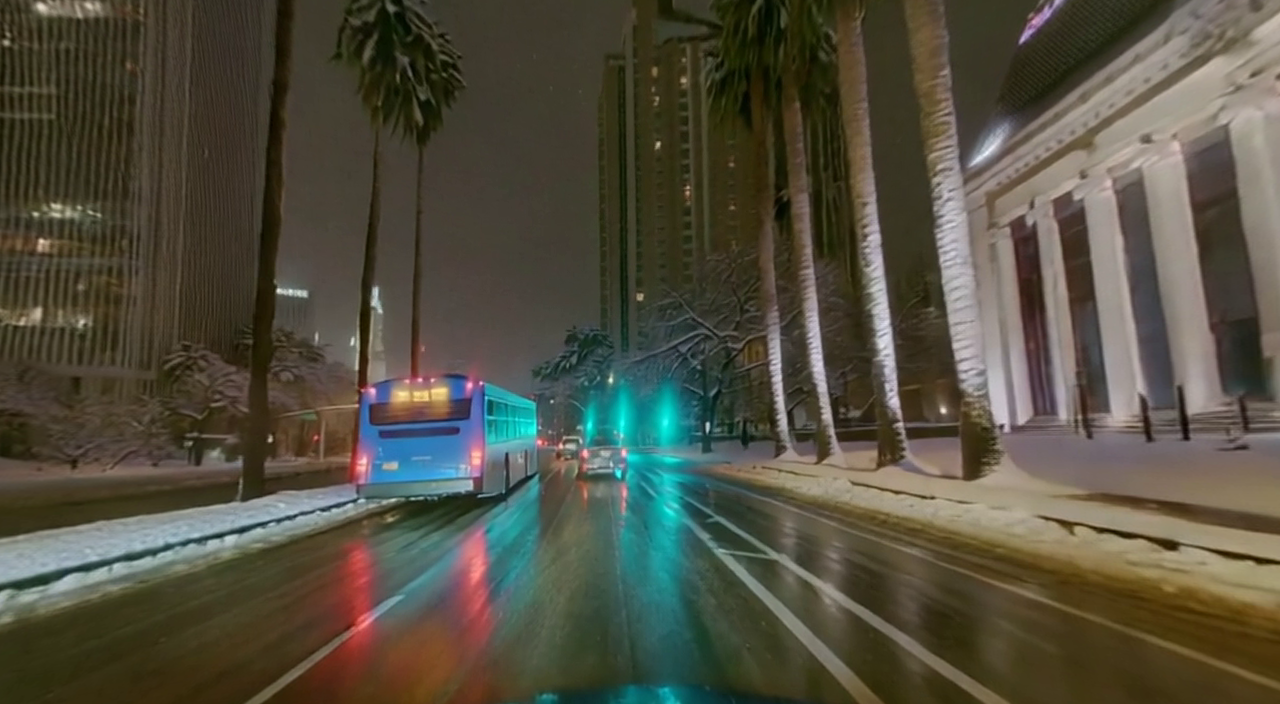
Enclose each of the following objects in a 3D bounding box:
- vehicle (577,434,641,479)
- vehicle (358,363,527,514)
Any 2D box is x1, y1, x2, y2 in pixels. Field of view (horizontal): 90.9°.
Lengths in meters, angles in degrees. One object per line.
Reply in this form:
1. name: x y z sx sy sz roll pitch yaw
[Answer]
1. vehicle: -1.262 3.871 23.592 2.107 1.481 4.097 0 -8 -7
2. vehicle: -4.849 2.389 17.371 2.678 3.042 8.474 -1 -8 -5
